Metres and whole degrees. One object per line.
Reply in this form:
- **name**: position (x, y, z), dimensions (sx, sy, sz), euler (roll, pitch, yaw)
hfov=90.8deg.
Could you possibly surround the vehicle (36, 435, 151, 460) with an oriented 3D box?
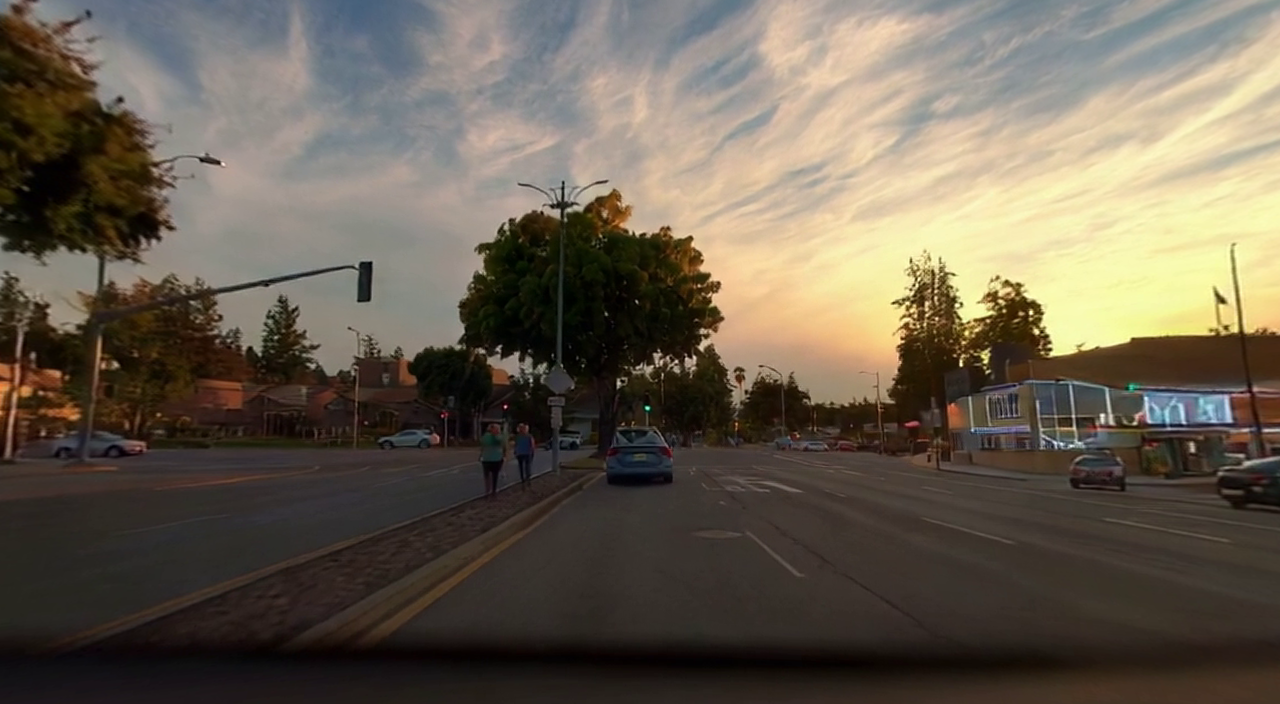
- **vehicle**: position (-32.512, 5.694, 37.722), dimensions (4.749, 1.463, 1.871), euler (2, -9, -11)

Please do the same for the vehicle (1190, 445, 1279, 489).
- **vehicle**: position (24.190, 4.397, 24.339), dimensions (4.331, 1.604, 1.858), euler (1, -9, -5)

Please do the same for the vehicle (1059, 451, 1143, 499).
- **vehicle**: position (16.312, 4.268, 22.479), dimensions (2.099, 1.464, 4.615), euler (-6, -10, 35)

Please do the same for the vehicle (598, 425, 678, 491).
- **vehicle**: position (-0.068, 3.025, 18.289), dimensions (2.055, 1.655, 4.204), euler (0, -9, 0)
